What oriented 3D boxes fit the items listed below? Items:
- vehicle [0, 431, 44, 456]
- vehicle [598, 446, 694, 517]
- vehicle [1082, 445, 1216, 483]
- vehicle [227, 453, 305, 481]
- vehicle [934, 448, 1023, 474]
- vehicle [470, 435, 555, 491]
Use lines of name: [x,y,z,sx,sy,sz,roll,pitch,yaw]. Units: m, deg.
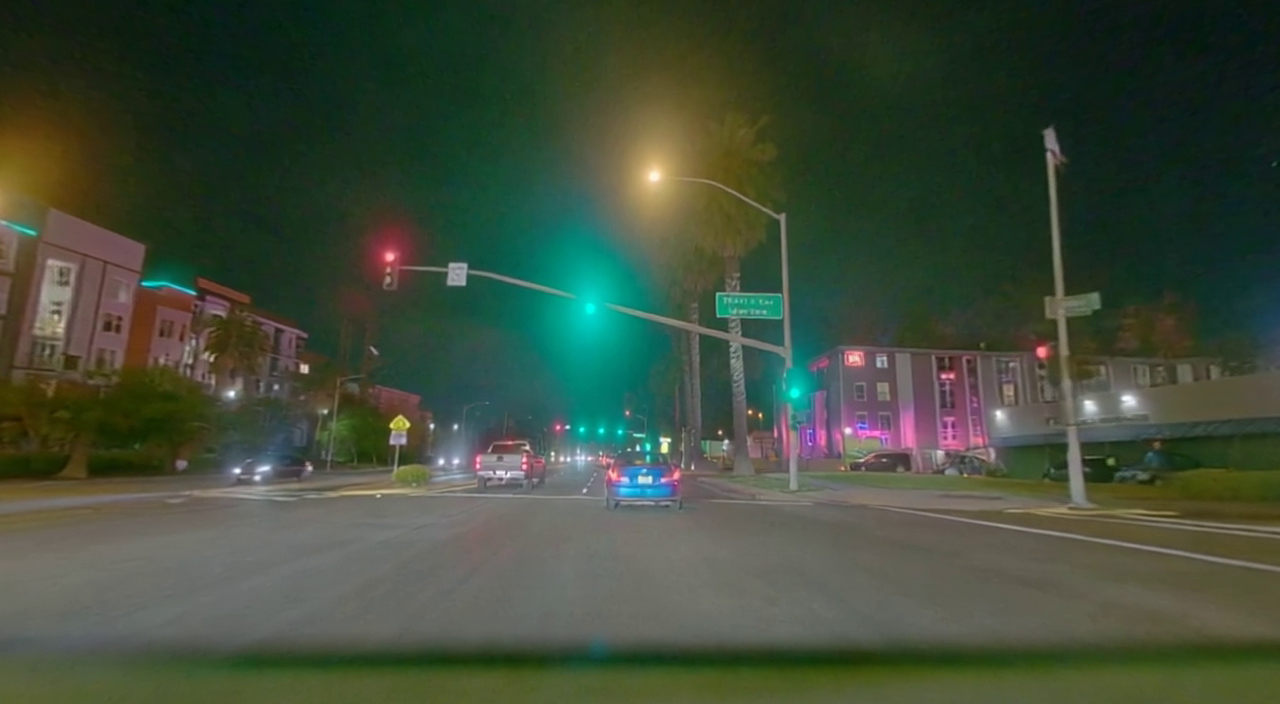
vehicle: [-43.260,6.176,42.540,1.738,1.593,3.979,3,-10,-3]
vehicle: [0.079,3.197,16.039,2.122,1.562,4.152,0,-9,-2]
vehicle: [23.653,5.175,29.308,1.908,1.626,4.559,9,-12,-44]
vehicle: [-23.403,7.189,39.478,1.913,1.579,4.780,0,-9,0]
vehicle: [26.192,8.450,48.709,5.602,1.903,2.128,0,-9,1]
vehicle: [-5.176,4.631,26.519,2.447,2.062,5.911,0,-9,-1]
